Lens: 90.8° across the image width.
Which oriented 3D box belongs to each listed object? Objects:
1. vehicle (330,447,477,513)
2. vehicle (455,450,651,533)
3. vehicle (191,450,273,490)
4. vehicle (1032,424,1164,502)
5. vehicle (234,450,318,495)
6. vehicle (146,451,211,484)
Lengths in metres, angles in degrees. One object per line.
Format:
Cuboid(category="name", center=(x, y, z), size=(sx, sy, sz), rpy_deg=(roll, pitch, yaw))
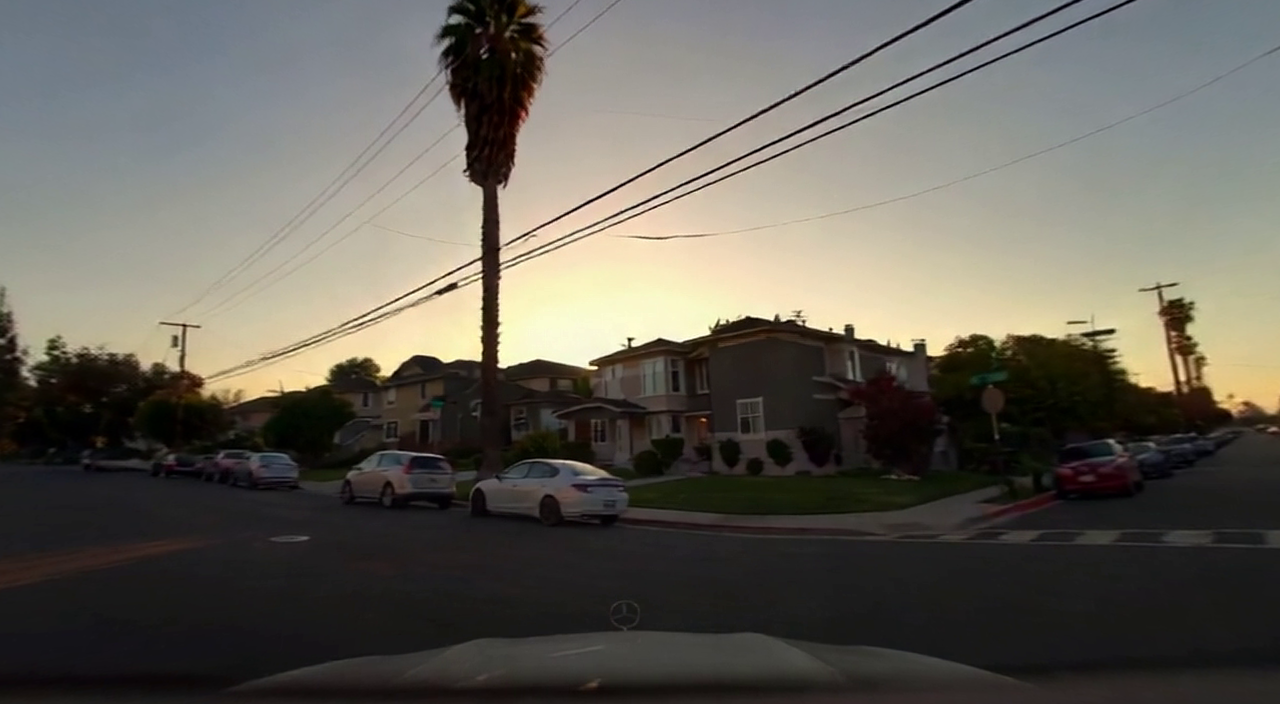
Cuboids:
Cuboid(category="vehicle", center=(-6.810, 3.533, 17.982), size=(4.471, 1.623, 1.943), rpy_deg=(-8, -11, 41))
Cuboid(category="vehicle", center=(-2.001, 2.859, 13.614), size=(4.448, 1.437, 1.786), rpy_deg=(-8, -12, 44))
Cuboid(category="vehicle", center=(-19.725, 5.613, 30.436), size=(4.633, 1.761, 1.922), rpy_deg=(-7, -11, 40))
Cuboid(category="vehicle", center=(12.480, 2.941, 17.095), size=(2.179, 1.791, 4.547), rpy_deg=(-8, -11, 42))
Cuboid(category="vehicle", center=(-15.369, 4.998, 26.559), size=(1.894, 1.675, 4.294), rpy_deg=(8, -12, -44))
Cuboid(category="vehicle", center=(-27.958, 6.906, 38.188), size=(4.871, 1.826, 2.115), rpy_deg=(-8, -11, 42))
